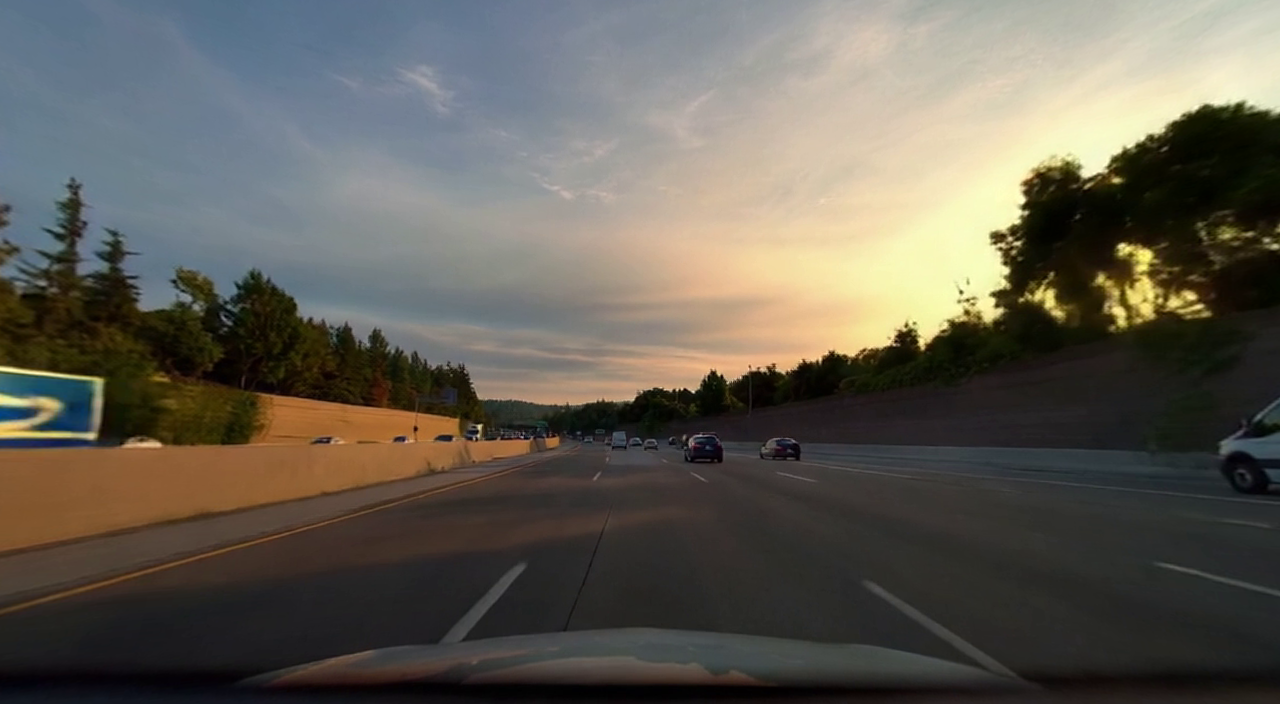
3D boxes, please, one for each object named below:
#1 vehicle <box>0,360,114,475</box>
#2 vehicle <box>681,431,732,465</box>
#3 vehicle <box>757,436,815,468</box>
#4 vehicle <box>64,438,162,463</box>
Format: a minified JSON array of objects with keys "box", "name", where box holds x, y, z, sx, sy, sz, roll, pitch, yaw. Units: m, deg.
[{"box":[-25.059,1.897,19.755,2.972,4.191,16.717,0,-8,0],"name":"vehicle"},{"box":[3.549,5.245,34.494,2.141,1.732,4.279,0,-8,-3],"name":"vehicle"},{"box":[7.387,5.100,32.299,1.798,1.473,4.077,0,-8,-2],"name":"vehicle"},{"box":[-32.907,6.150,39.561,1.859,1.457,4.724,-1,-8,4],"name":"vehicle"}]
